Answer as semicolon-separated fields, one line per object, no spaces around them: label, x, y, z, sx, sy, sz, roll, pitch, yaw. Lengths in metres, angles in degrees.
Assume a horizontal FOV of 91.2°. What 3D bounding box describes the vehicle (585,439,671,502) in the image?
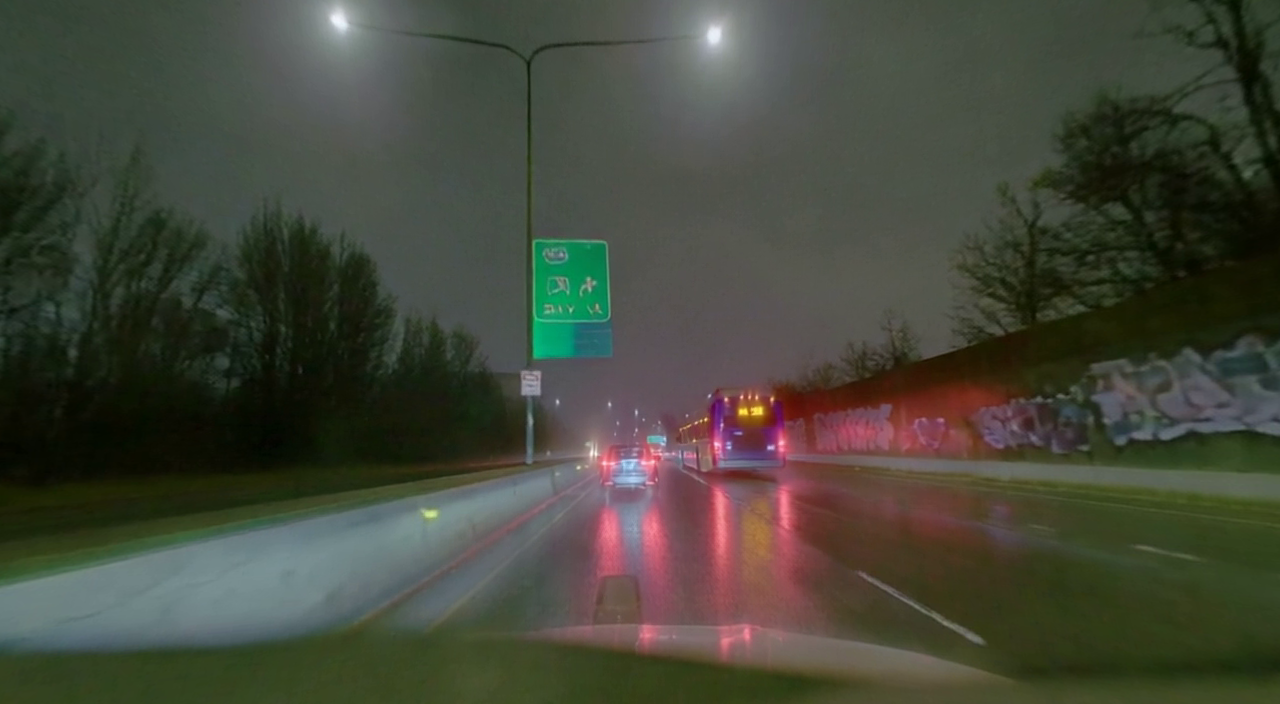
vehicle;-0.284;3.297;17.789;2.160;1.532;4.073;-1;-9;1

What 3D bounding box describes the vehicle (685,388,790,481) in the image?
vehicle;4.123;4.065;29.898;3.055;3.479;12.521;-1;-9;0
